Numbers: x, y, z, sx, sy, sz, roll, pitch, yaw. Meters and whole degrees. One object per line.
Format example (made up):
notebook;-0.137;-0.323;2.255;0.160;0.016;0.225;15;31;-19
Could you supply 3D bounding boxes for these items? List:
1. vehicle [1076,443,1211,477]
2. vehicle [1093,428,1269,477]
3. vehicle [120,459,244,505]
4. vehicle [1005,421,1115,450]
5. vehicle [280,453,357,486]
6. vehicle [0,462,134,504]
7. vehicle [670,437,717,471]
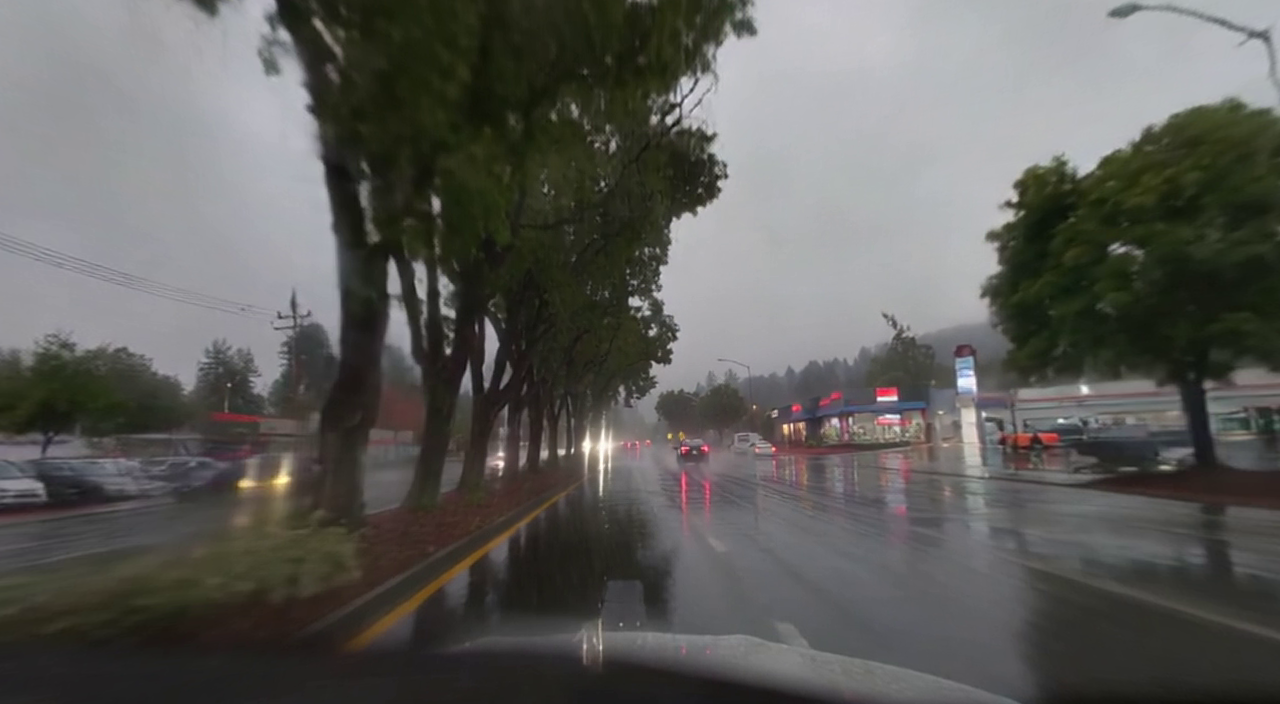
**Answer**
vehicle;23.172;4.971;29.239;1.777;1.432;4.487;7;-11;-37
vehicle;25.814;4.809;30.454;2.185;2.098;5.912;6;-11;-36
vehicle;-17.990;5.088;25.111;1.858;1.600;4.118;0;-9;-1
vehicle;30.328;6.112;45.821;2.102;1.965;6.159;7;-11;-37
vehicle;-18.153;6.625;35.924;2.045;1.727;4.503;0;-9;-1
vehicle;-24.057;5.418;26.451;1.831;1.452;4.727;0;-9;-1
vehicle;2.680;5.256;32.776;1.957;1.643;4.226;0;-9;-2
